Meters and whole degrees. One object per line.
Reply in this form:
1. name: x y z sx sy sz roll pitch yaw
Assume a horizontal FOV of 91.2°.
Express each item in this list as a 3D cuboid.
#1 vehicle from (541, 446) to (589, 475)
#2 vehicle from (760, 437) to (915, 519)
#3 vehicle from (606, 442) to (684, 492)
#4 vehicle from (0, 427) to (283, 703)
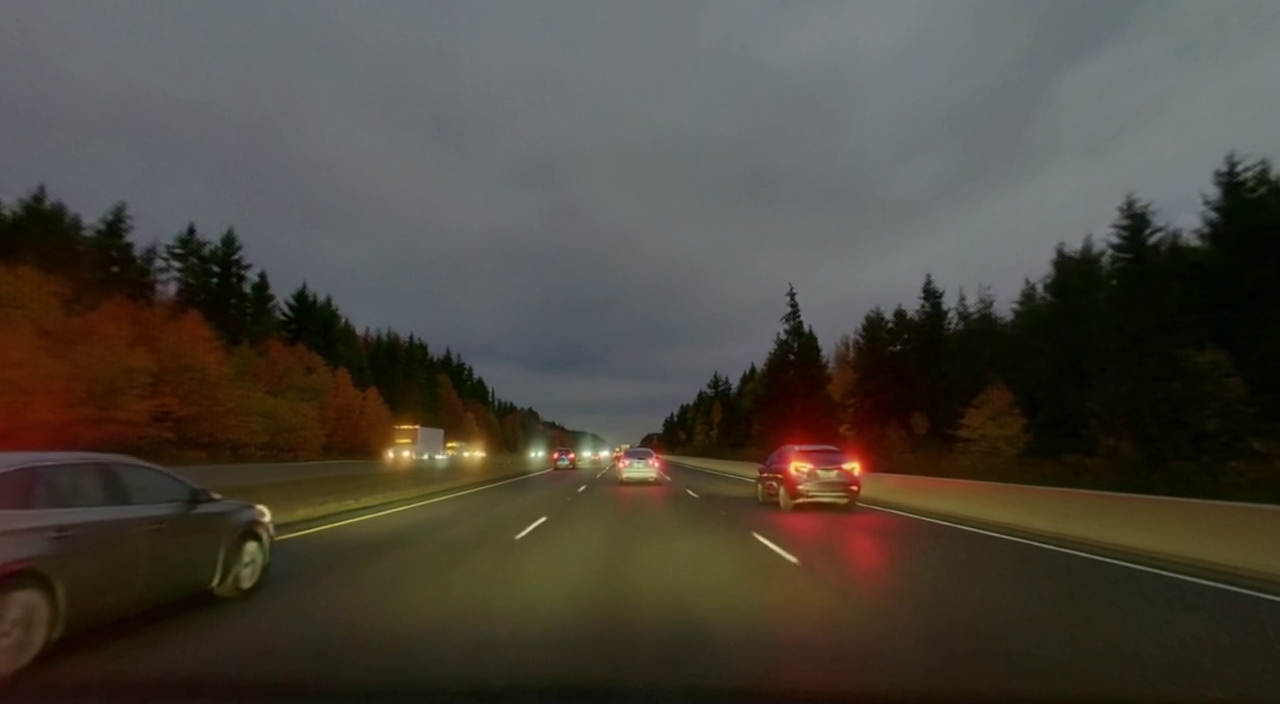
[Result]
1. vehicle: -4.593 6.710 39.076 2.545 1.679 4.267 0 -9 0
2. vehicle: 4.241 2.780 14.357 2.035 1.571 4.413 0 -9 -1
3. vehicle: 0.140 4.208 23.259 2.634 1.679 4.070 0 -9 -1
4. vehicle: -4.371 1.219 3.790 2.017 1.469 4.113 0 -9 -1
